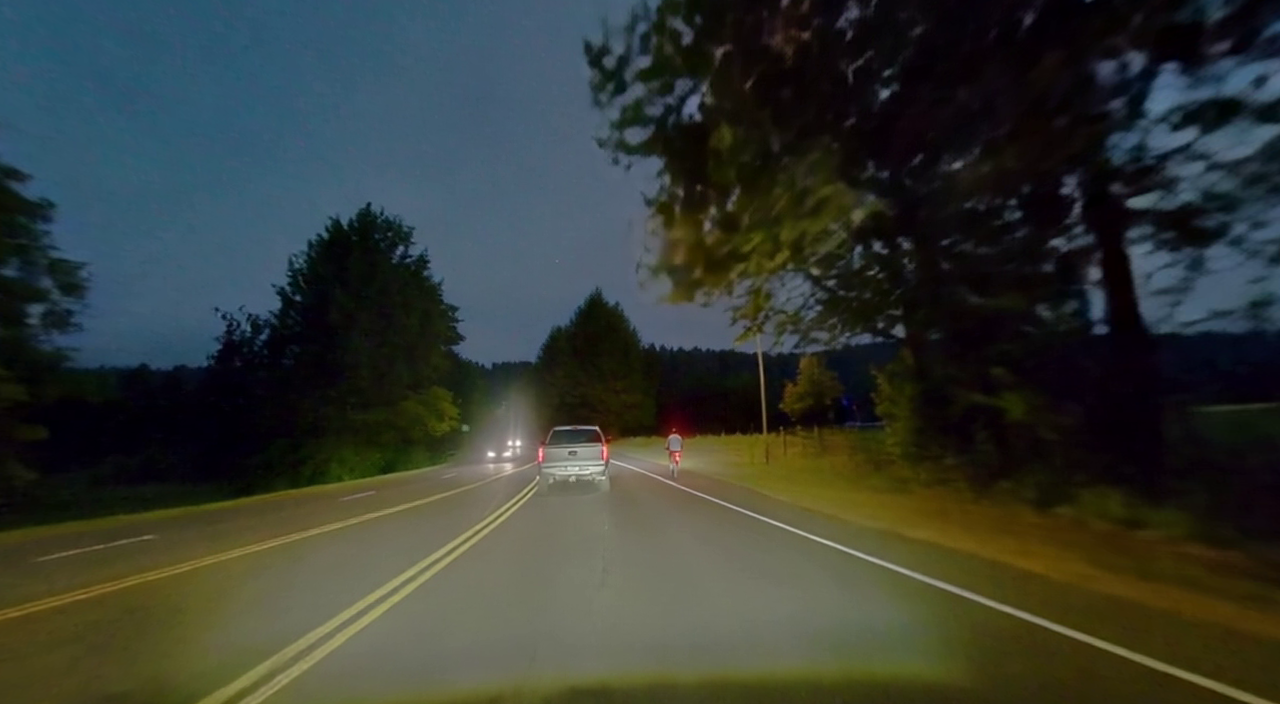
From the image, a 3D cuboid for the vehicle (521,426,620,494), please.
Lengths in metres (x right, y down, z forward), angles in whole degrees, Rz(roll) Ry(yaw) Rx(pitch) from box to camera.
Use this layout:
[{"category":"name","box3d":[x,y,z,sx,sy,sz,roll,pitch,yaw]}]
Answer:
[{"category":"vehicle","box3d":[-2.018,3.291,19.649,2.631,1.798,5.331,0,-8,-4]}]

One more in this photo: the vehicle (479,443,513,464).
[{"category":"vehicle","box3d":[-10.824,7.655,47.702,2.045,1.474,3.956,0,-8,-6]}]
